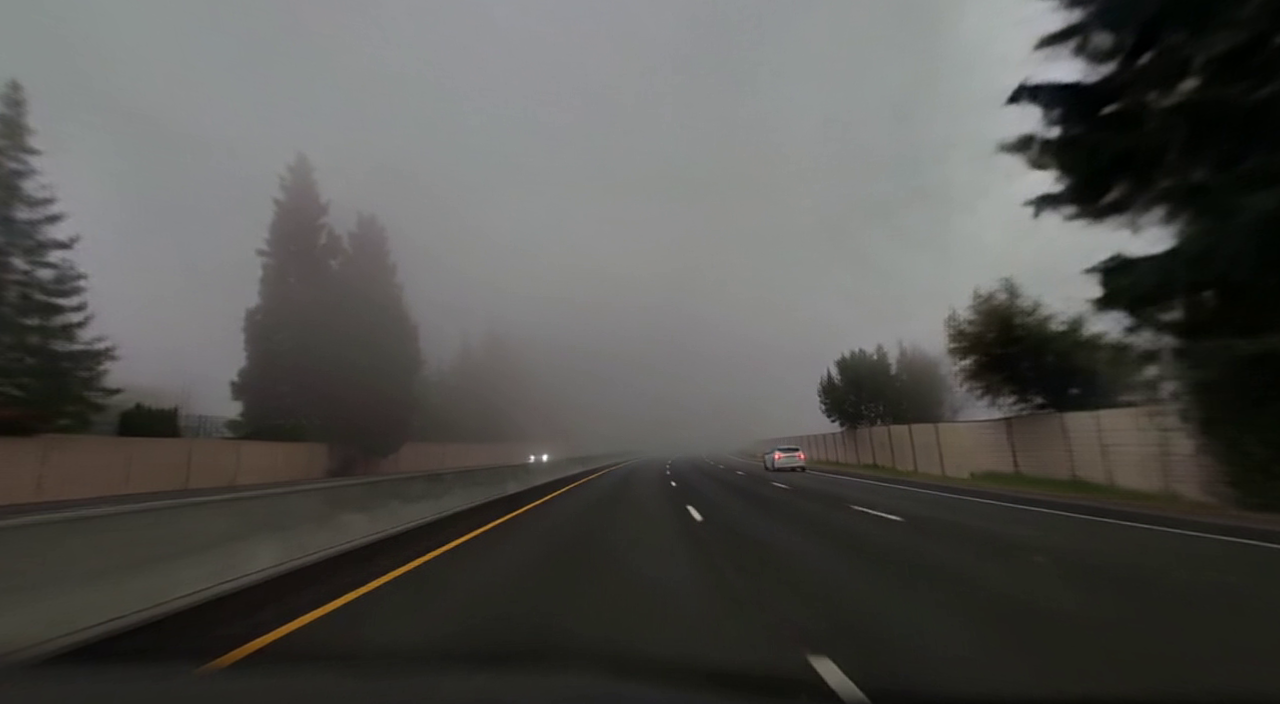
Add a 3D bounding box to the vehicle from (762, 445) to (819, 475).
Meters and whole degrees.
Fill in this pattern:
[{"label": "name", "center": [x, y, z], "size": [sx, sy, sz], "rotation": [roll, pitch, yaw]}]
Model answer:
[{"label": "vehicle", "center": [8.132, 5.880, 34.485], "size": [1.983, 1.486, 4.545], "rotation": [0, -9, 0]}]
